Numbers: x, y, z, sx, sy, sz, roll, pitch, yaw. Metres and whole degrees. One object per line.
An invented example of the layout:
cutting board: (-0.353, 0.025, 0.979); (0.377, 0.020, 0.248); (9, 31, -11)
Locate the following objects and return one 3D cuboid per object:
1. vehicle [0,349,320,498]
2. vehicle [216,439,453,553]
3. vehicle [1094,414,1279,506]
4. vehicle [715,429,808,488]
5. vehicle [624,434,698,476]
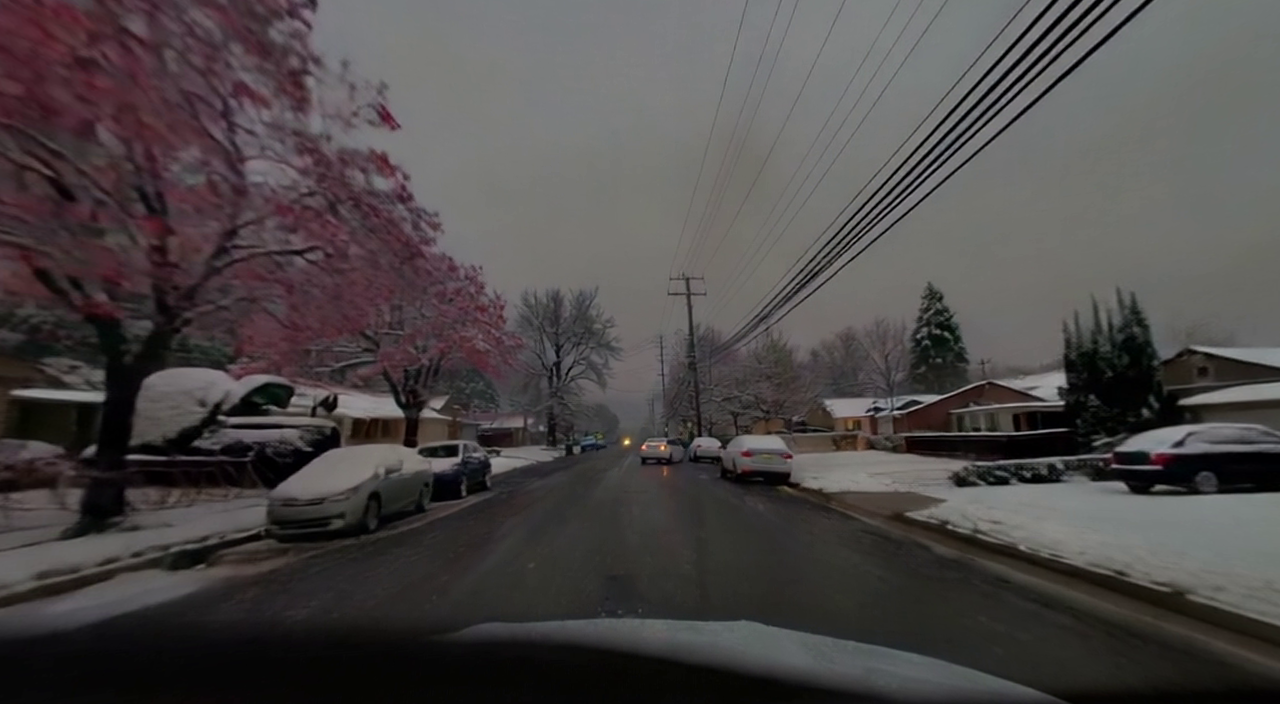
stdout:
vehicle: (-13.071, 1.829, 15.969); (8.239, 3.354, 2.902); (0, -9, 1)
vehicle: (-4.858, 2.280, 10.917); (1.874, 1.413, 4.442); (0, -6, 0)
vehicle: (12.306, 2.203, 13.083); (4.186, 1.748, 1.992); (0, -8, 1)
vehicle: (3.797, 3.424, 20.654); (2.103, 1.679, 4.386); (0, -8, -1)
vehicle: (0.946, 3.970, 24.657); (2.075, 1.449, 4.526); (-2, -8, 13)
